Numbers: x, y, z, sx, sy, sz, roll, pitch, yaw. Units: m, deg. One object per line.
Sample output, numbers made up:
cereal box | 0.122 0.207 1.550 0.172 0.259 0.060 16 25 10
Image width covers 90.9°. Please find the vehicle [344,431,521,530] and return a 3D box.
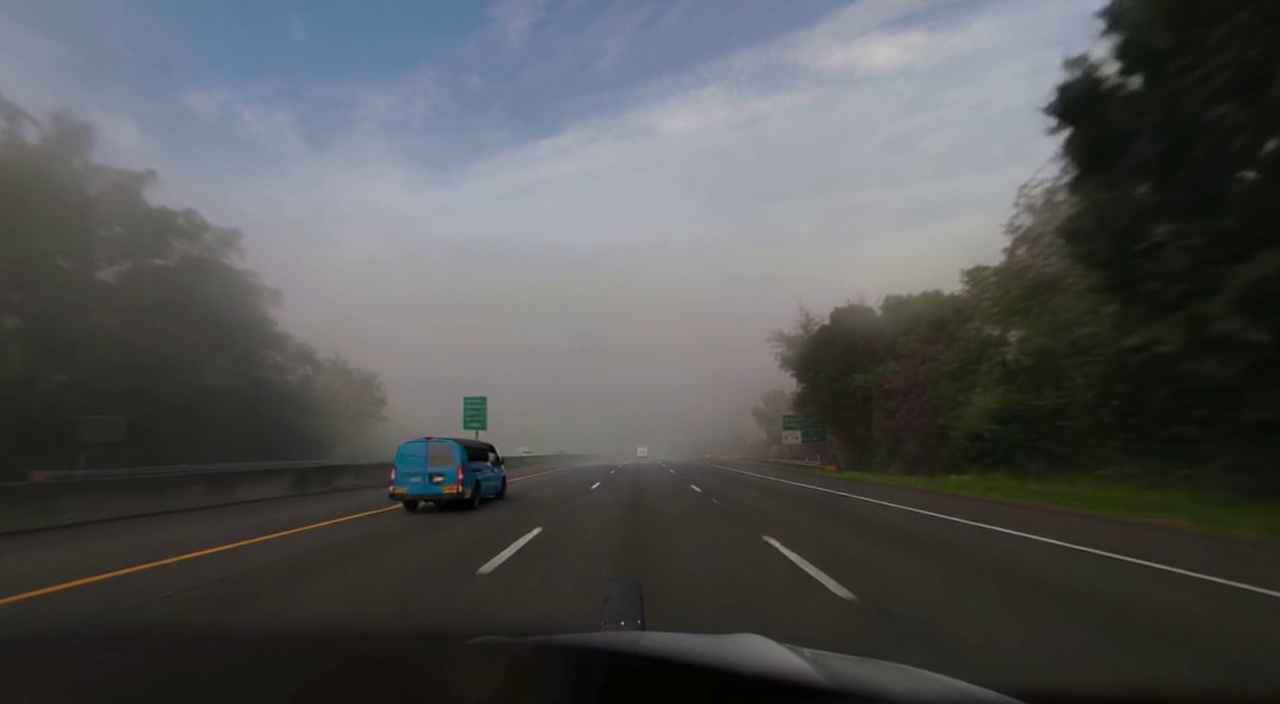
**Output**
vehicle | -3.664 2.345 12.013 1.965 1.556 3.971 0 -9 1
